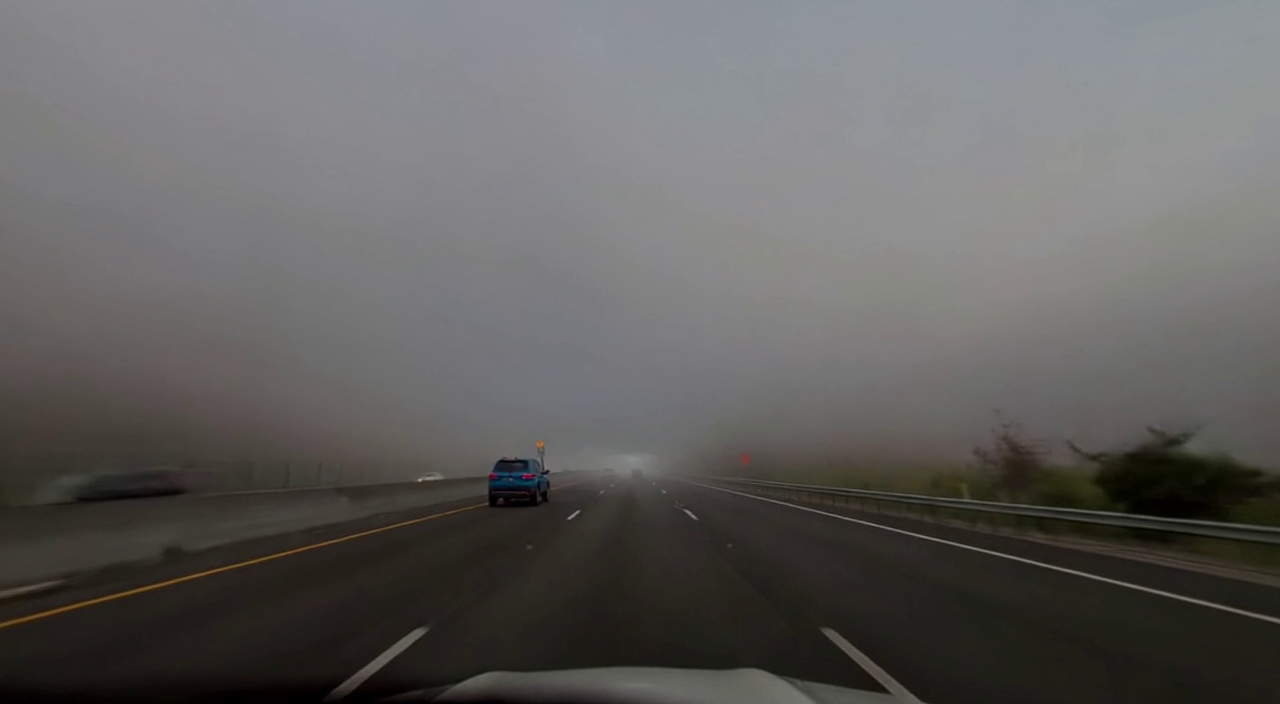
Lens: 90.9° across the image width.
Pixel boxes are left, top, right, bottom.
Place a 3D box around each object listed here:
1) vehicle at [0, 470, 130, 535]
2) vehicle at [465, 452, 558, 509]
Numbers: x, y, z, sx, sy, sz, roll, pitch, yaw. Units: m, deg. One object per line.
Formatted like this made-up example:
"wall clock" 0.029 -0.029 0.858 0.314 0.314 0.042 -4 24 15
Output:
"vehicle" -15.961 3.815 16.266 1.802 1.485 4.492 1 -10 -1
"vehicle" -4.323 4.454 22.068 2.178 1.736 4.847 1 -10 0
